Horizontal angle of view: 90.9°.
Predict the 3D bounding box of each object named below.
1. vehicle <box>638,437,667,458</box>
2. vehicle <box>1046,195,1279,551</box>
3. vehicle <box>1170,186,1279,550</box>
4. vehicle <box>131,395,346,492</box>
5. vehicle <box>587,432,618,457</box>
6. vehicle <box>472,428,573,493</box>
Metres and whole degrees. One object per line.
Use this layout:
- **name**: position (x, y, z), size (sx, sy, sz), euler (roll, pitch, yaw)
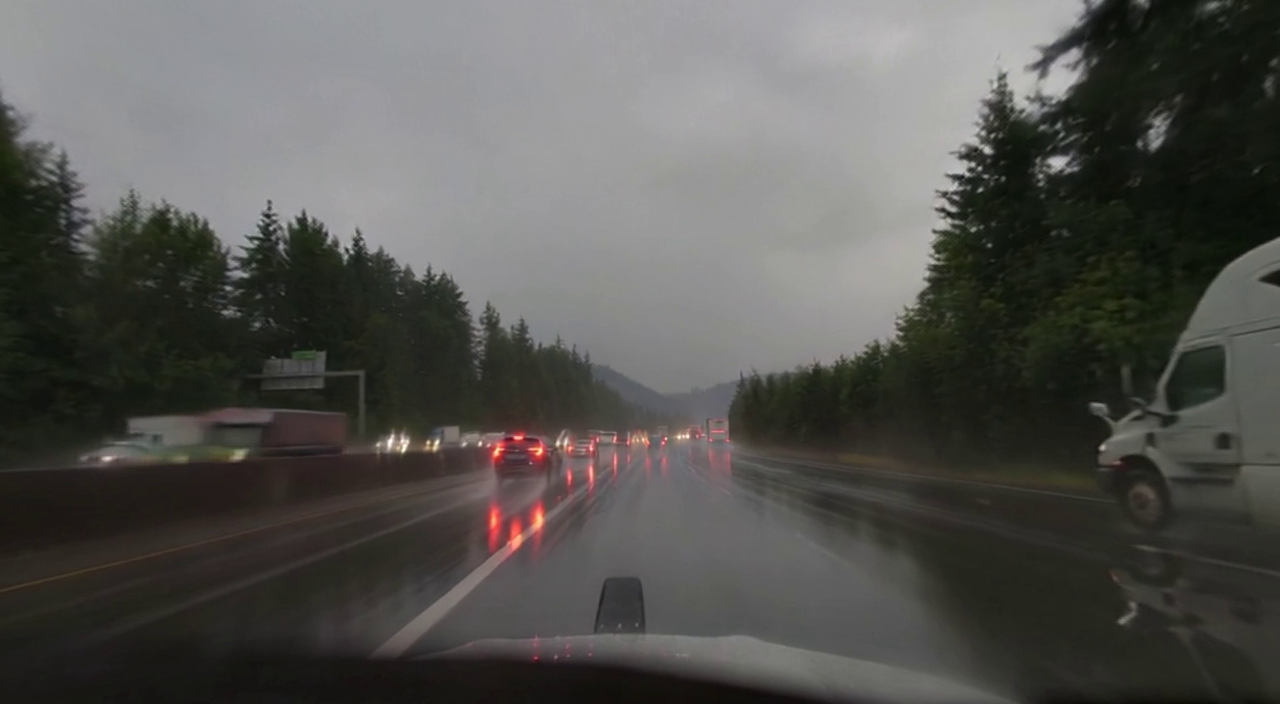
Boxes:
- **vehicle**: position (0.900, 6.923, 45.913), size (2.004, 1.465, 3.842), euler (0, -8, 0)
- **vehicle**: position (8.704, 0.349, 7.939), size (3.005, 3.976, 5.847), euler (0, -8, -1)
- **vehicle**: position (8.912, -0.592, 1.402), size (2.866, 4.100, 14.057), euler (0, -8, -2)
- **vehicle**: position (-11.649, 2.731, 19.146), size (2.357, 2.442, 6.242), euler (0, -8, 0)
- **vehicle**: position (-2.861, 7.176, 49.036), size (2.064, 1.826, 4.263), euler (0, -8, 1)
- **vehicle**: position (-3.189, 3.015, 18.023), size (2.137, 1.618, 4.209), euler (0, -8, -1)
